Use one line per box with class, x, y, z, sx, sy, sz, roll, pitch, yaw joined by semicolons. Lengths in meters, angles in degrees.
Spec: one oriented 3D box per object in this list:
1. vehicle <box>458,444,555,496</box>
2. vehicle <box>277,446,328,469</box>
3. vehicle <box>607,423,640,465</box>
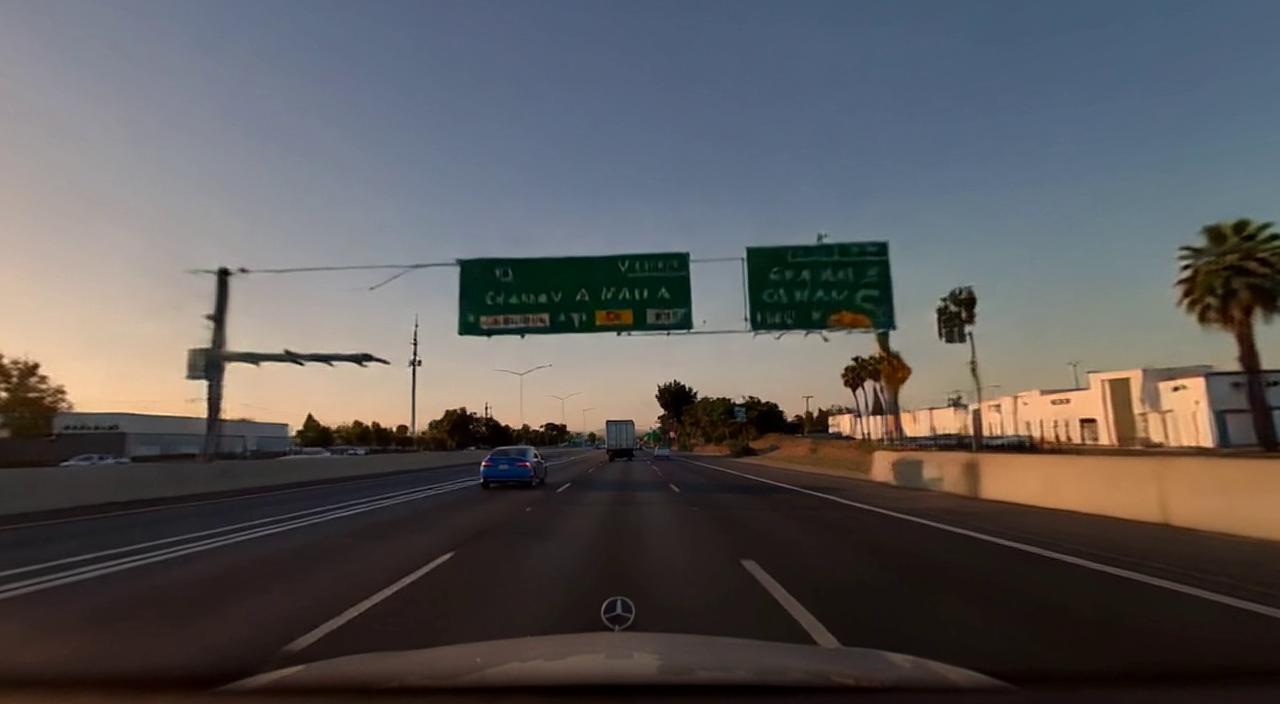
vehicle;-4.000;3.599;19.740;2.097;1.447;4.291;0;-8;0
vehicle;-24.690;7.688;46.405;1.730;1.556;3.993;0;-8;-4
vehicle;-1.248;6.989;47.848;2.364;2.953;6.495;0;-8;-1
